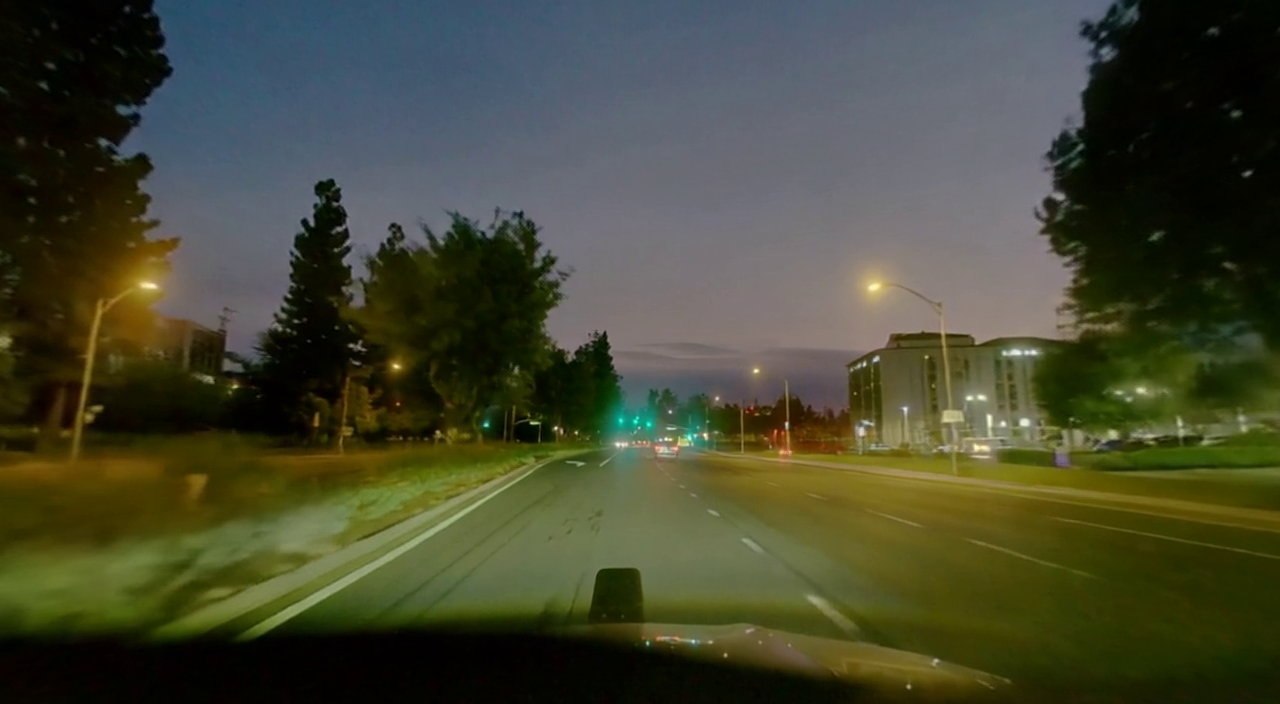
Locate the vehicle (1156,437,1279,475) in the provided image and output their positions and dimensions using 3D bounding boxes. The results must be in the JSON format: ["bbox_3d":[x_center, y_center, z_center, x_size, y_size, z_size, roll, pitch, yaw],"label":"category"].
[{"bbox_3d":[32.993,5.780,35.721,2.283,1.875,6.308,-1,-8,0],"label":"vehicle"}]
